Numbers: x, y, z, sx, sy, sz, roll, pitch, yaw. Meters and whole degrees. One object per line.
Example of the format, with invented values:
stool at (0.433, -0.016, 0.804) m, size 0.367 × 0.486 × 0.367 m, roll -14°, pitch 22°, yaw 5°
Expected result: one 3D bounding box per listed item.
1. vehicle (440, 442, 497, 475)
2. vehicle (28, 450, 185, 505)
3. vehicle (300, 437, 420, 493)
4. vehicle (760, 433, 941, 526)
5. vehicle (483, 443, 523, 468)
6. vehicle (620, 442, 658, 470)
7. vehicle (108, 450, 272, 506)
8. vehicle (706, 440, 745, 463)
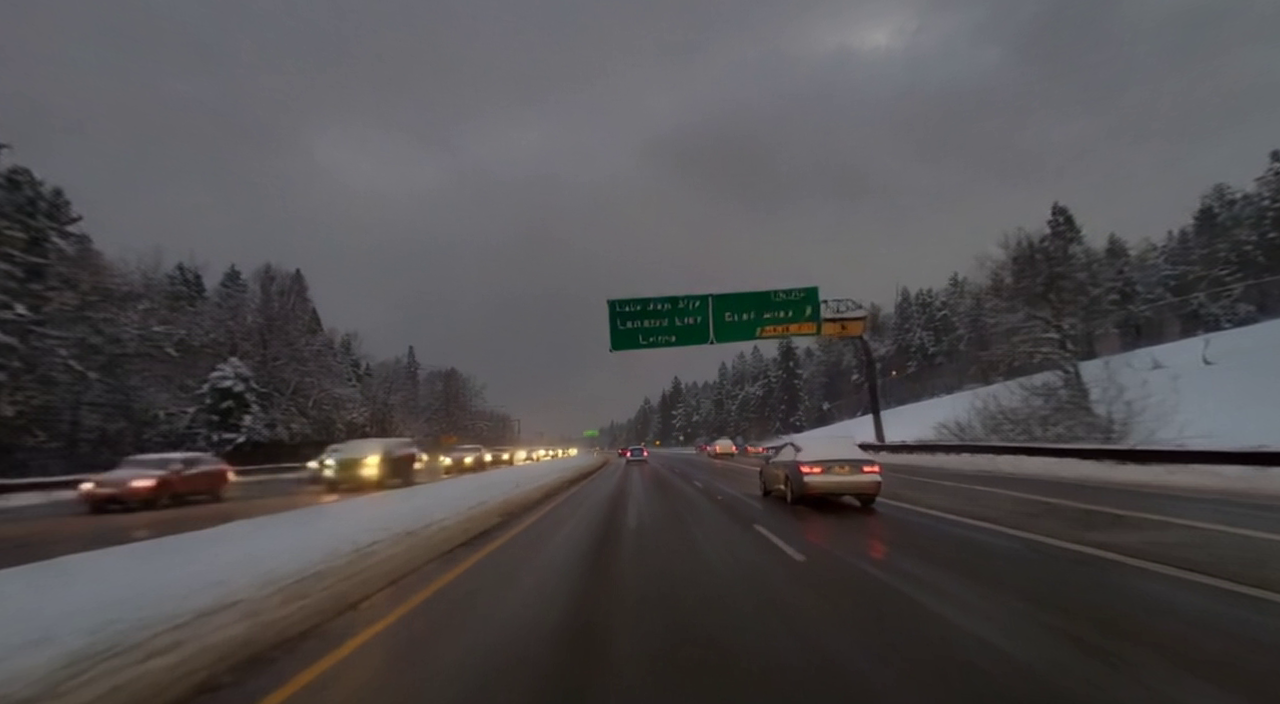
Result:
vehicle at (-9.709, 6.035, 36.101) m, size 2.082 × 1.698 × 4.357 m, roll 1°, pitch -8°, yaw -1°
vehicle at (-17.425, 4.064, 20.911) m, size 1.908 × 1.554 × 3.757 m, roll 1°, pitch -8°, yaw -2°
vehicle at (-10.183, 4.126, 23.503) m, size 2.212 × 1.815 × 4.785 m, roll 1°, pitch -8°, yaw 0°
vehicle at (3.874, 2.406, 12.560) m, size 1.972 × 1.488 × 4.335 m, roll 1°, pitch -8°, yaw -2°
vehicle at (-10.319, 7.821, 48.011) m, size 2.017 × 1.735 × 4.581 m, roll 1°, pitch -8°, yaw -1°
vehicle at (-0.114, 6.108, 37.418) m, size 2.090 × 1.510 × 4.280 m, roll 1°, pitch -8°, yaw -1°
vehicle at (-13.654, 3.803, 19.588) m, size 1.821 × 1.437 × 4.457 m, roll 1°, pitch -8°, yaw 0°
vehicle at (6.309, 7.382, 47.057) m, size 2.094 × 1.652 × 3.955 m, roll 1°, pitch -8°, yaw -3°
